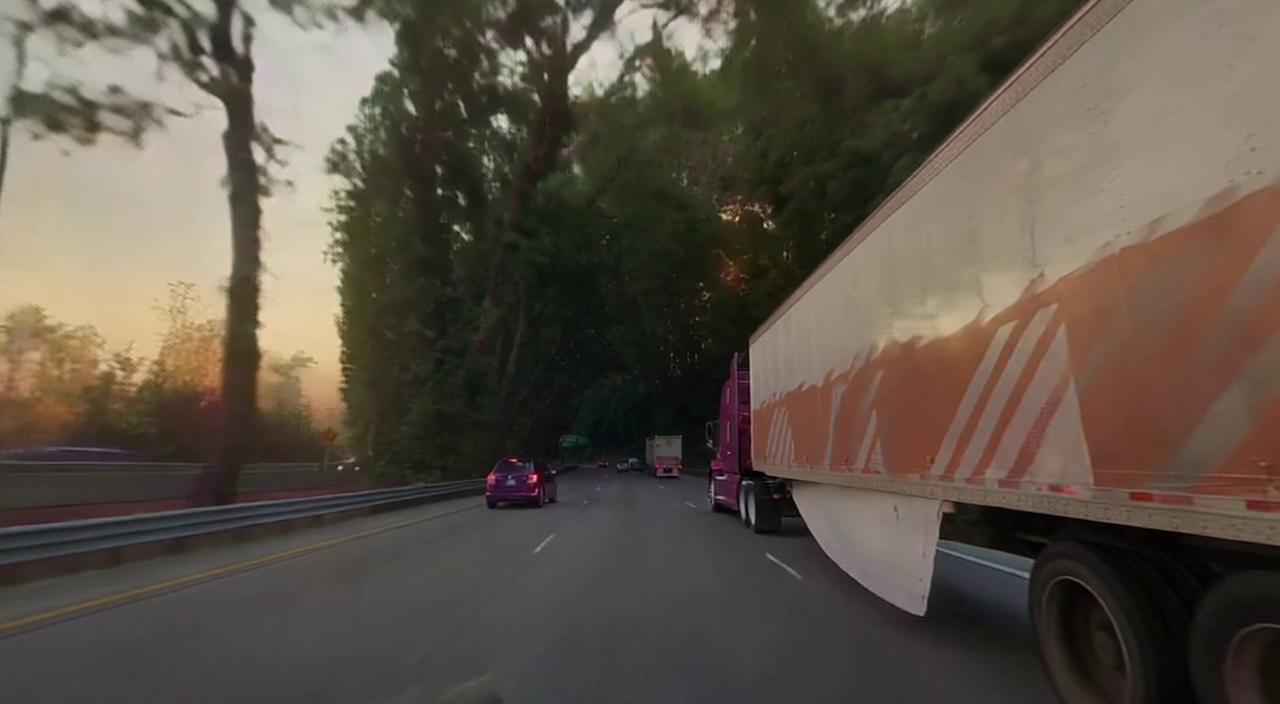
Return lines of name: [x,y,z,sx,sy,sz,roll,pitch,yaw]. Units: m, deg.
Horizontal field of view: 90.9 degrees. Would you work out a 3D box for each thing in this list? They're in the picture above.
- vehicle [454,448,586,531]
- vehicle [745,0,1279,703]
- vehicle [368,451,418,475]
vehicle: [-2.603,3.183,15.021,2.010,1.580,4.949,0,-10,2]
vehicle: [3.818,0.598,6.798,2.856,4.040,14.009,1,-10,-1]
vehicle: [-16.621,7.537,42.635,1.797,1.497,3.967,1,-10,-1]
